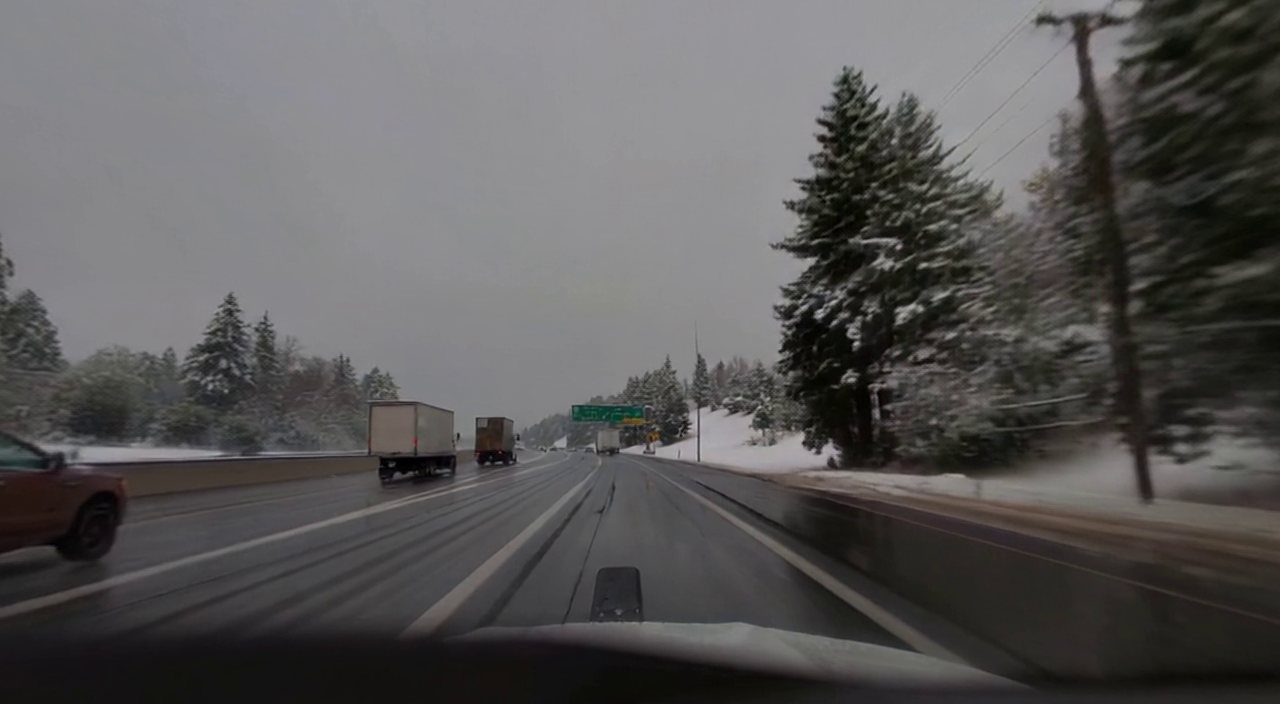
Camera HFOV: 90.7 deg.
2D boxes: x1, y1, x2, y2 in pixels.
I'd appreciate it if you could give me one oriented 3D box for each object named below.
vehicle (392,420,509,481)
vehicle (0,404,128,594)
[{"bbox_3d":[-9.908,5.430,35.327,3.270,2.674,14.547,1,-8,-5],"label":"vehicle"},{"bbox_3d":[-7.073,1.225,4.828,2.093,1.785,5.303,0,-8,-3],"label":"vehicle"}]
